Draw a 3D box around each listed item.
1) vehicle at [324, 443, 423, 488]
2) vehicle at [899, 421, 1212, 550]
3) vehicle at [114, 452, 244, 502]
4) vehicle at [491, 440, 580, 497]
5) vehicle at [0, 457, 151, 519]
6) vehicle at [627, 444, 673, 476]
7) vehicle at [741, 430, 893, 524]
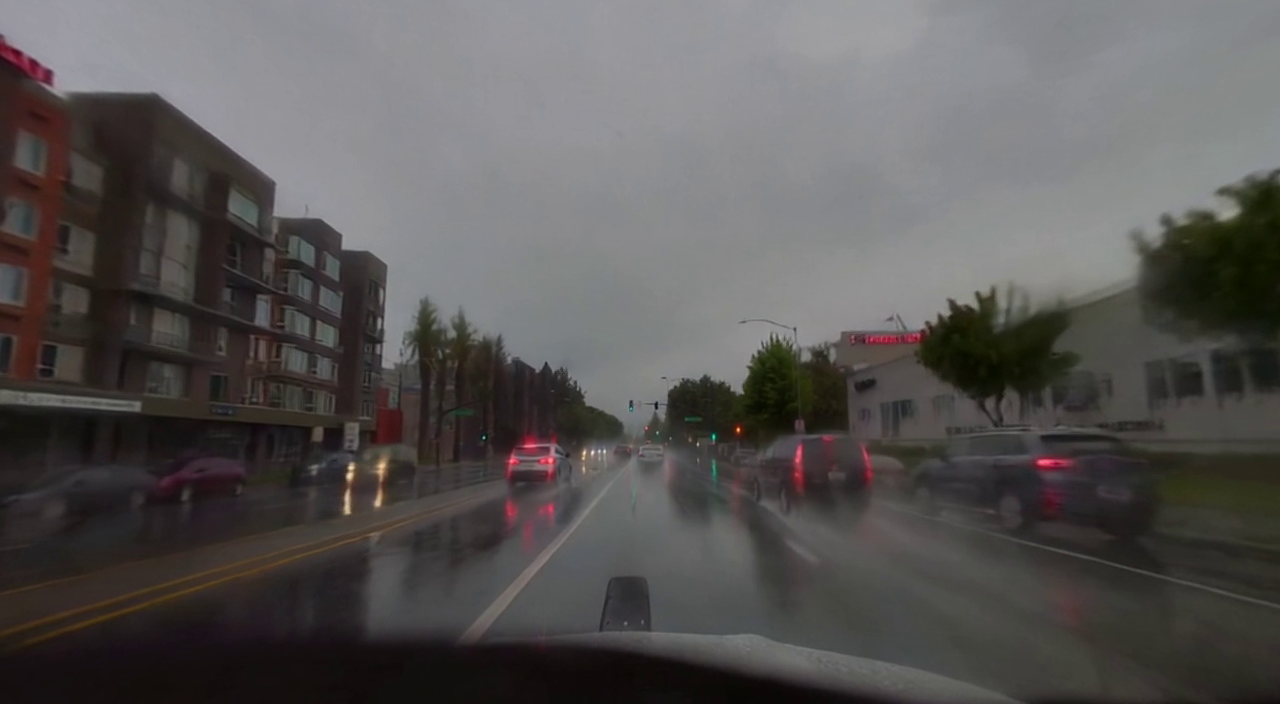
[{"bbox_3d":[-10.633,4.531,25.539,1.951,1.658,4.473,0,-9,1],"label":"vehicle"},{"bbox_3d":[6.921,2.268,11.492,2.207,1.789,5.099,0,-9,0],"label":"vehicle"},{"bbox_3d":[-16.987,4.573,23.524,1.825,1.560,4.109,-2,-8,-2],"label":"vehicle"},{"bbox_3d":[-2.956,3.403,18.791,1.860,1.510,4.073,0,-9,1],"label":"vehicle"},{"bbox_3d":[-17.031,3.910,18.522,1.854,1.466,4.377,-2,-8,0],"label":"vehicle"},{"bbox_3d":[0.466,5.278,31.136,2.103,1.468,4.094,0,-9,0],"label":"vehicle"},{"bbox_3d":[3.444,2.501,13.140,1.987,1.637,3.896,0,-9,0],"label":"vehicle"}]
